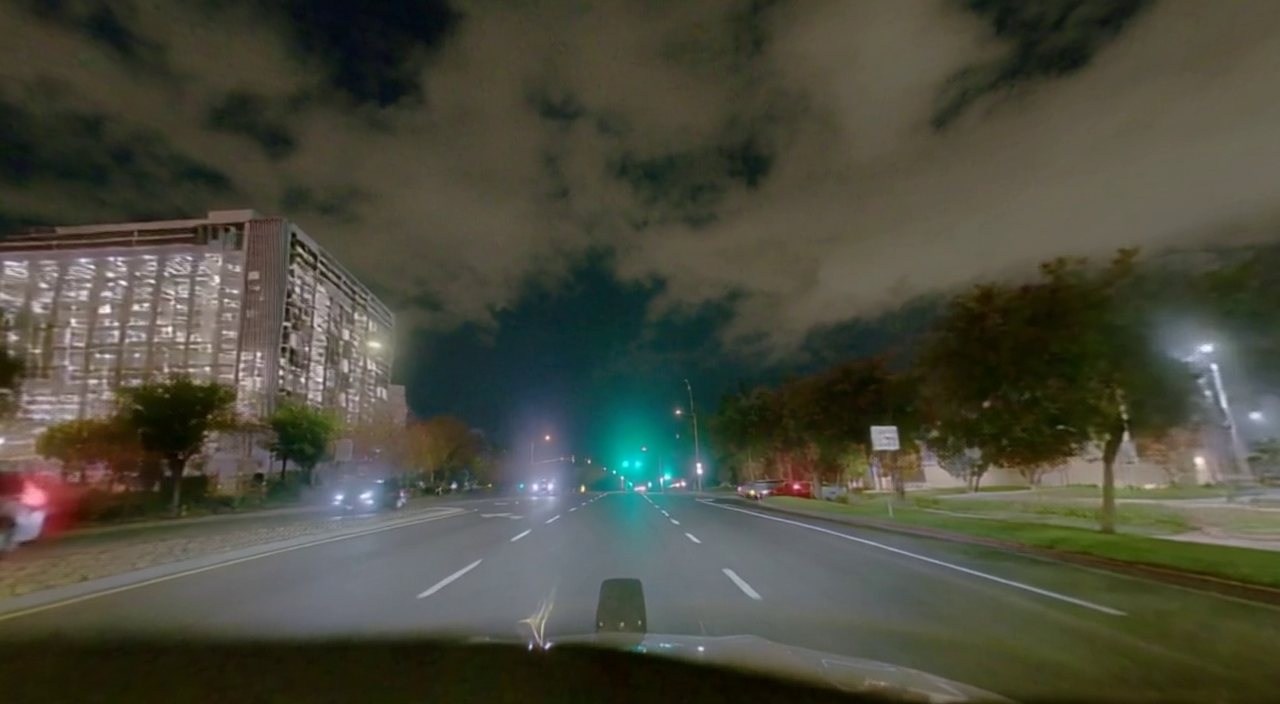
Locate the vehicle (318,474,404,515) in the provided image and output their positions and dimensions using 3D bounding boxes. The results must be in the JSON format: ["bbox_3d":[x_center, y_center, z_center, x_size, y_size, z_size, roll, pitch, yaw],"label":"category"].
[{"bbox_3d":[-12.544,6.406,28.560,1.941,1.511,4.348,0,-9,0],"label":"vehicle"}]

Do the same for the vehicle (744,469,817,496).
[{"bbox_3d":[10.321,9.622,46.526,4.903,1.831,2.098,0,-9,1],"label":"vehicle"}]

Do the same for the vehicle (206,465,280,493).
[{"bbox_3d":[-28.359,9.123,44.911,3.770,1.737,2.102,-1,-15,-3],"label":"vehicle"}]
